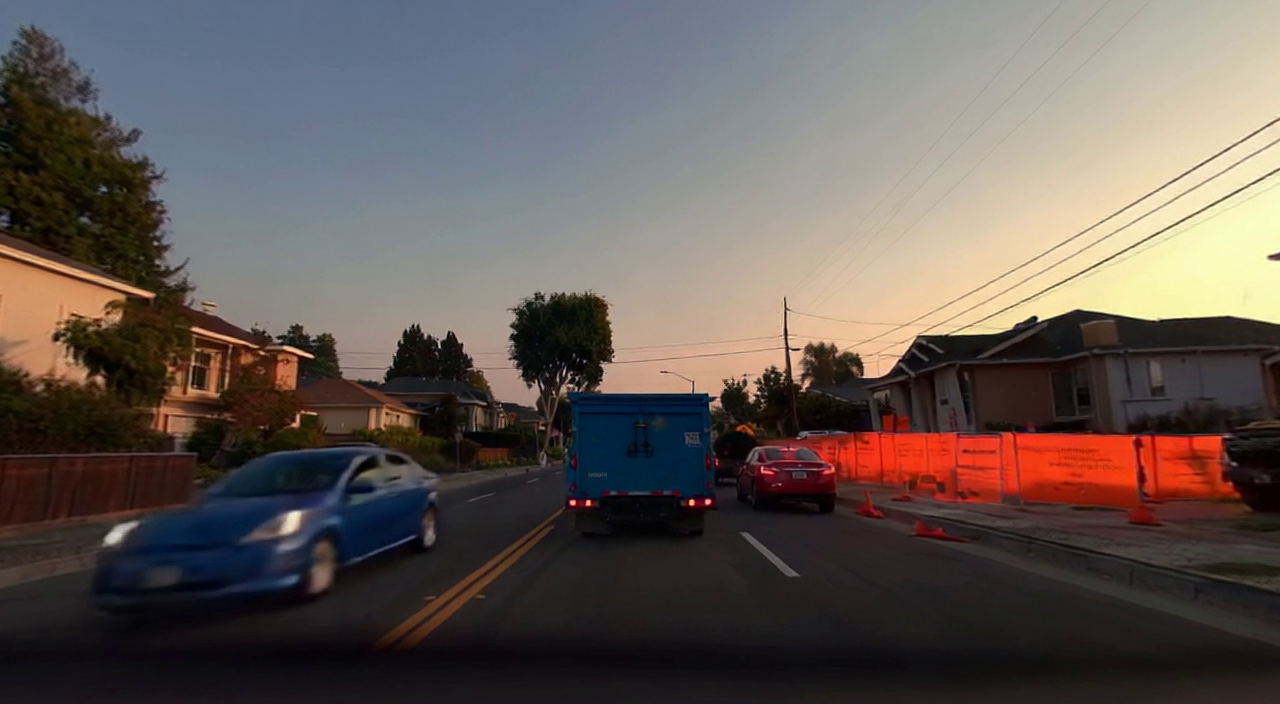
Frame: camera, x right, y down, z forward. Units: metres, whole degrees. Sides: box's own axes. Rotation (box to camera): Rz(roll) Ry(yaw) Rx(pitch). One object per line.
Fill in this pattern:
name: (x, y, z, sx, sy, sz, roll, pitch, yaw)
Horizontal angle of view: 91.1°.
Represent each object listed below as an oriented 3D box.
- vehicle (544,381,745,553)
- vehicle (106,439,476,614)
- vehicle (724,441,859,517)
vehicle: (0.079, 2.050, 11.902, 2.751, 2.361, 6.347, 0, -9, 0)
vehicle: (-3.711, 1.898, 7.898, 2.010, 1.533, 4.495, 0, -9, 1)
vehicle: (3.323, 2.866, 14.793, 2.010, 1.499, 4.481, 0, -9, -1)
